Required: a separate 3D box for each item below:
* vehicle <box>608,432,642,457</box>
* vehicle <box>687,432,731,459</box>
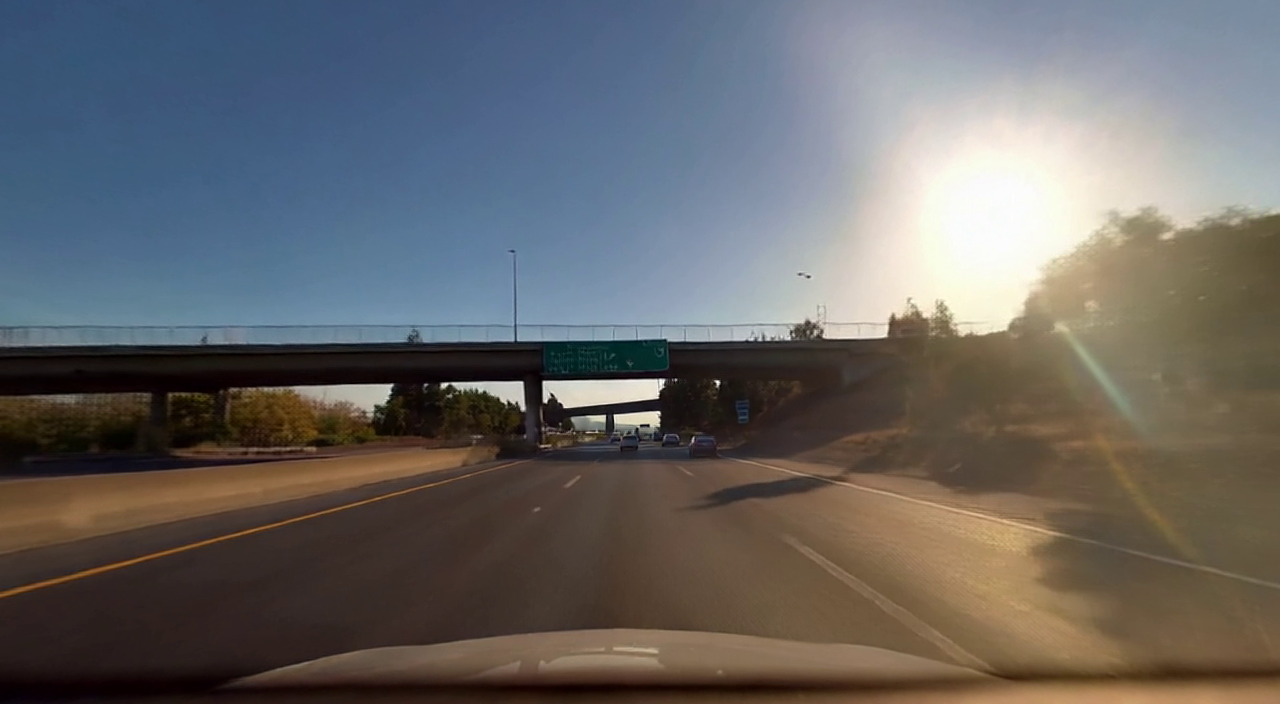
[{"bbox_3d":[-0.919,5.720,39.028,1.987,1.440,3.565,0,-8,-1],"label":"vehicle"},{"bbox_3d":[4.103,5.602,37.998,2.056,1.508,4.093,0,-8,-2],"label":"vehicle"}]
